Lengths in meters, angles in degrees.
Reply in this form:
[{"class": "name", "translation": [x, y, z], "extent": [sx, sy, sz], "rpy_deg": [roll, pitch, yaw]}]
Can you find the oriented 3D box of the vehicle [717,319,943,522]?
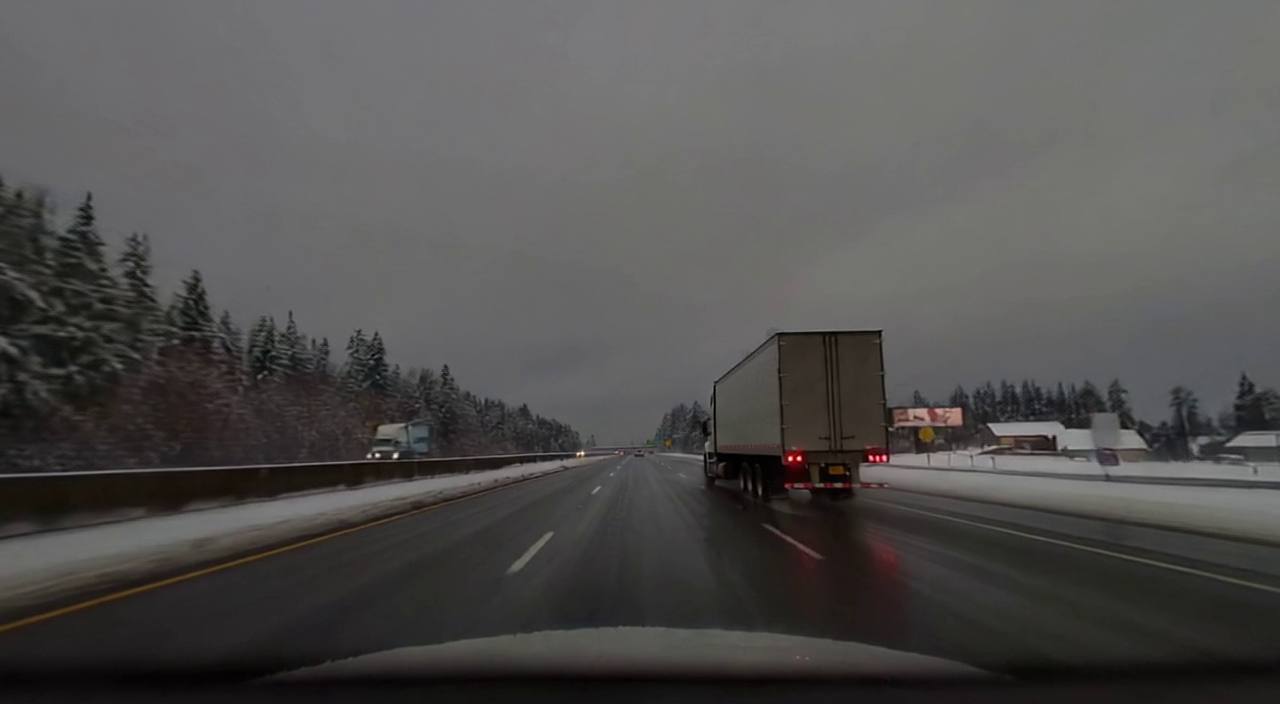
[{"class": "vehicle", "translation": [4.757, 2.344, 19.563], "extent": [3.058, 4.312, 12.251], "rpy_deg": [0, -9, -1]}]
